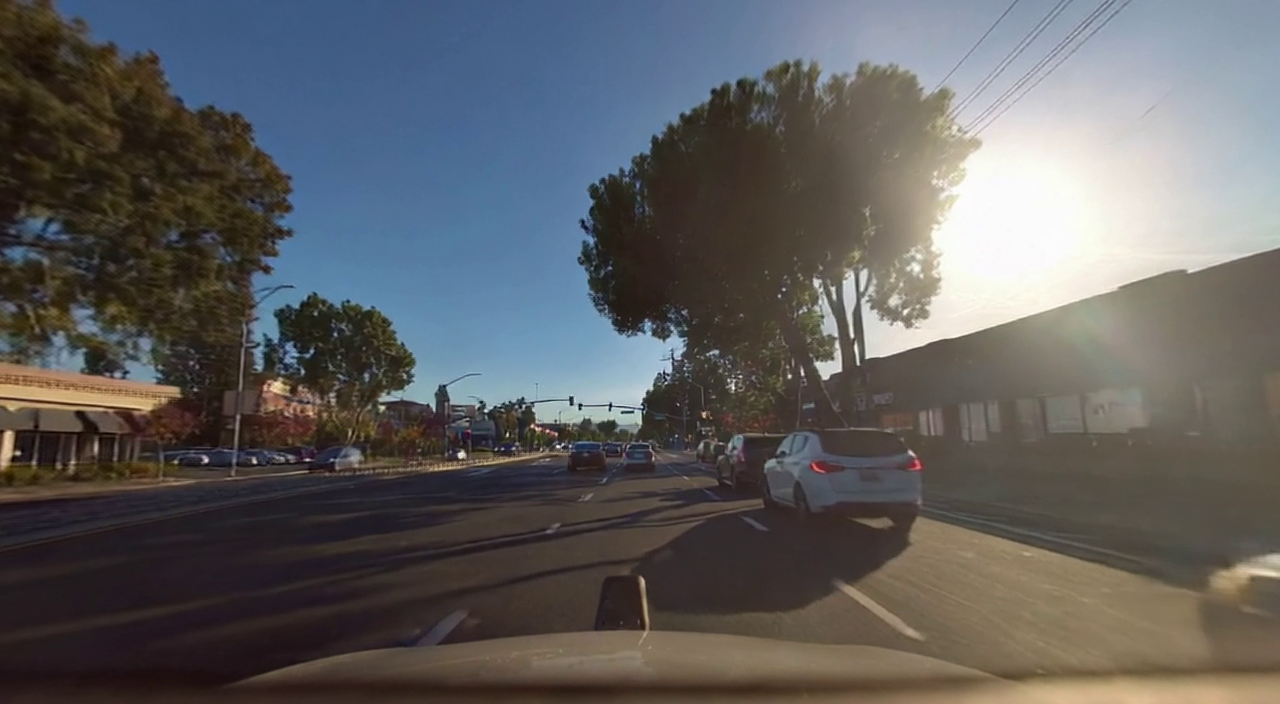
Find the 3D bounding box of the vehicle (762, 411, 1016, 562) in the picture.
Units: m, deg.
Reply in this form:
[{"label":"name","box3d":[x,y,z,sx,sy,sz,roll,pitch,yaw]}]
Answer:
[{"label":"vehicle","box3d":[3.254,1.879,9.561,2.037,1.673,4.844,-1,-9,2]}]

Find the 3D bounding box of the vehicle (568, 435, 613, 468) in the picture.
[{"label":"vehicle","box3d":[-2.888,5.984,38.139,2.280,1.810,4.903,0,-9,1]}]

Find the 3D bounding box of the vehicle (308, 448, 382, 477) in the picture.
[{"label":"vehicle","box3d":[-15.470,5.792,33.357,1.846,1.433,4.274,0,-9,0]}]

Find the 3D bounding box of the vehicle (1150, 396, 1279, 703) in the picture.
[{"label":"vehicle","box3d":[3.139,0.613,0.316,1.864,1.484,4.662,0,-9,0]}]

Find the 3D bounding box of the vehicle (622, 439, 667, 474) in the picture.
[{"label":"vehicle","box3d":[0.159,4.938,30.085,2.023,1.532,3.891,0,-9,-1]}]
